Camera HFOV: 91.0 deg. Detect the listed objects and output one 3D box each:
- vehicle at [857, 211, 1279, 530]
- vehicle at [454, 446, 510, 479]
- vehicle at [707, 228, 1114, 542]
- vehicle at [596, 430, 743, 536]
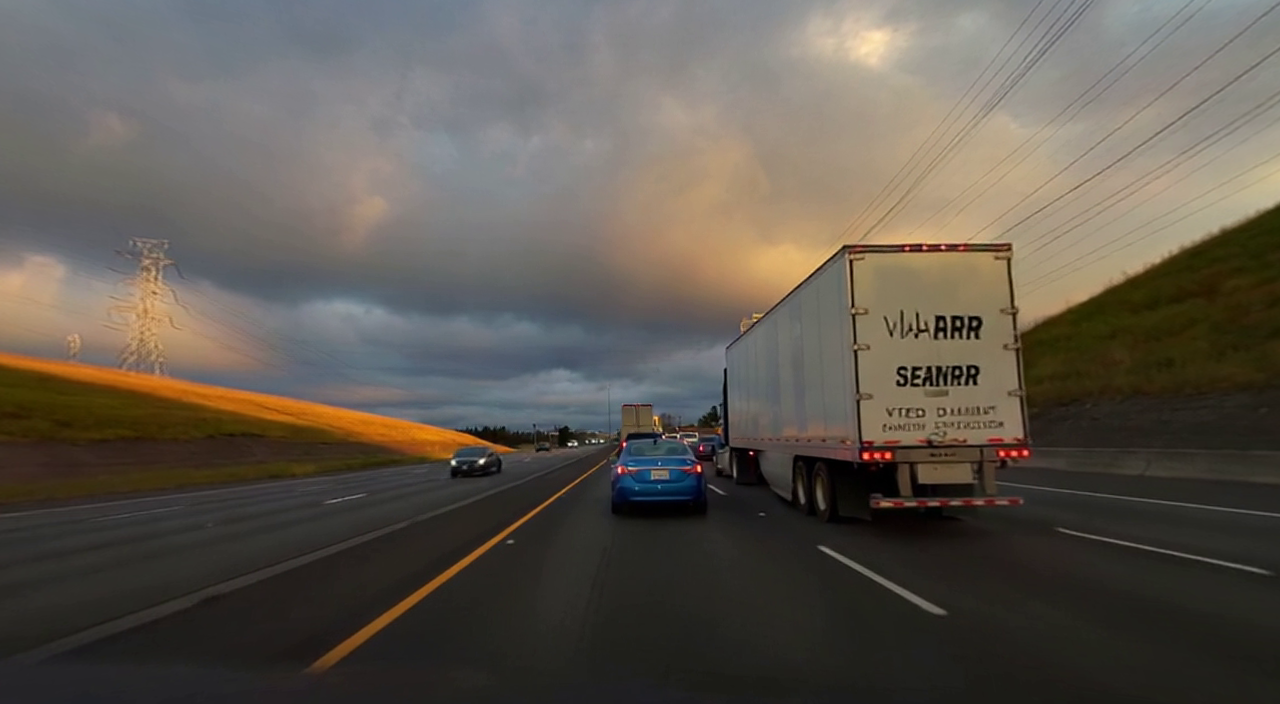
[{"bbox_3d":[8.694,1.031,14.282,2.845,4.146,12.401,0,-8,-1],"label":"vehicle"},{"bbox_3d":[-8.209,5.746,33.036,1.848,1.512,4.327,-1,-8,0],"label":"vehicle"},{"bbox_3d":[4.182,1.346,15.230,3.138,4.065,14.276,0,-8,-2],"label":"vehicle"},{"bbox_3d":[0.347,2.085,10.628,2.045,1.446,3.597,0,-8,-2],"label":"vehicle"}]
